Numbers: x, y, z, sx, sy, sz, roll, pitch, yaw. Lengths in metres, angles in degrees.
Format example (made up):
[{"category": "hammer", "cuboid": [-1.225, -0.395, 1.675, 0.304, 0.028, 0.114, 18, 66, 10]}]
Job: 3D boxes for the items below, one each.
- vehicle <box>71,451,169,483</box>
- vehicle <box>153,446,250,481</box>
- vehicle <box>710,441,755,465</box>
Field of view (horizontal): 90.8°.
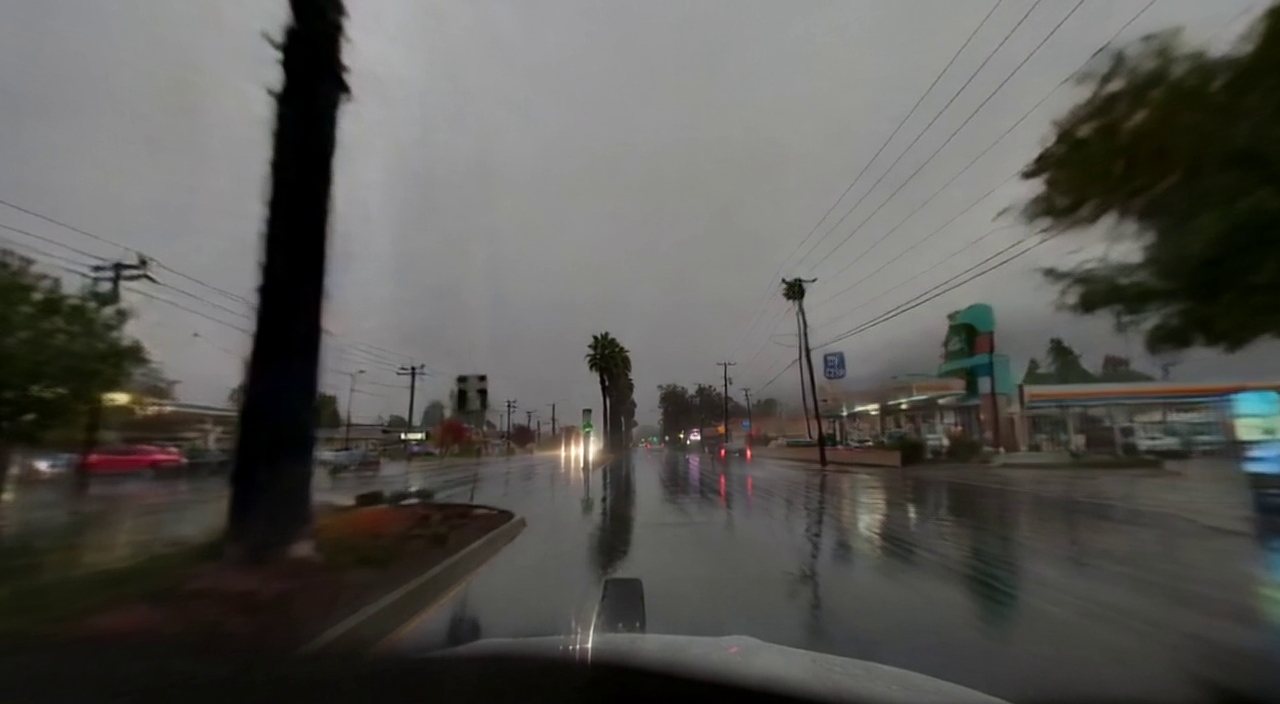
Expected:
[{"category": "vehicle", "cuboid": [-30.966, 6.810, 37.806, 1.993, 1.737, 4.539, 0, -8, -1]}, {"category": "vehicle", "cuboid": [-25.936, 6.580, 37.623, 2.056, 1.890, 5.063, 0, -8, 1]}, {"category": "vehicle", "cuboid": [6.066, 6.706, 41.971, 2.261, 1.479, 4.403, 0, -8, -2]}]
